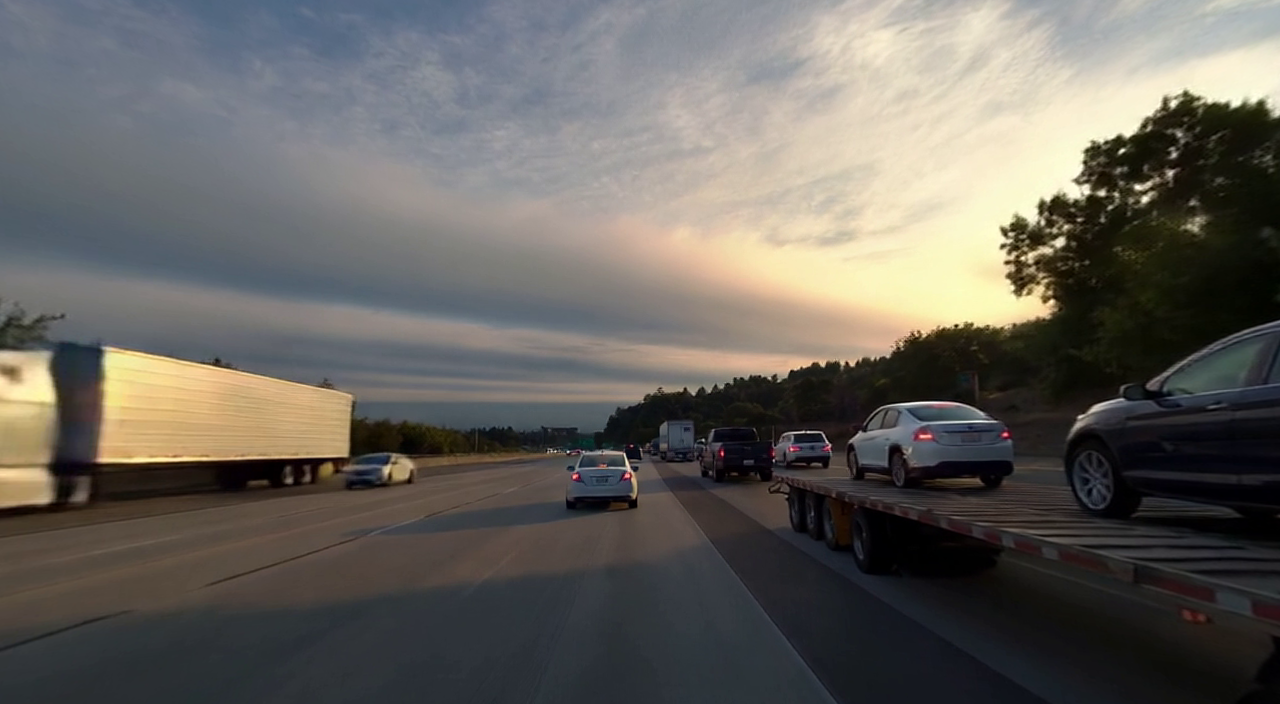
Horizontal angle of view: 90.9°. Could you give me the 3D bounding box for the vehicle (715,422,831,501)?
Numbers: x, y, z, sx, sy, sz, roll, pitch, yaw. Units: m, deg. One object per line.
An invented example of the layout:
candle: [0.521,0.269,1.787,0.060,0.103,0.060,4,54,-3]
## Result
vehicle: [3.487,2.981,17.374,2.303,1.889,3.920,0,-9,0]

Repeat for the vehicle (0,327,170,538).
vehicle: [-15.419,1.983,15.185,3.230,4.500,5.937,0,-9,1]

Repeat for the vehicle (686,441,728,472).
vehicle: [3.791,6.040,36.545,1.938,1.660,4.223,0,-9,0]

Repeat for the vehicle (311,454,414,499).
vehicle: [-11.017,4.944,25.394,2.221,1.639,4.105,0,-9,0]

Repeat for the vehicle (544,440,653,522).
vehicle: [-0.737,2.659,13.422,1.991,1.466,3.675,0,-9,0]

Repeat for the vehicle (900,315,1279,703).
vehicle: [3.466,0.951,3.691,1.959,1.783,4.407,0,-9,0]
